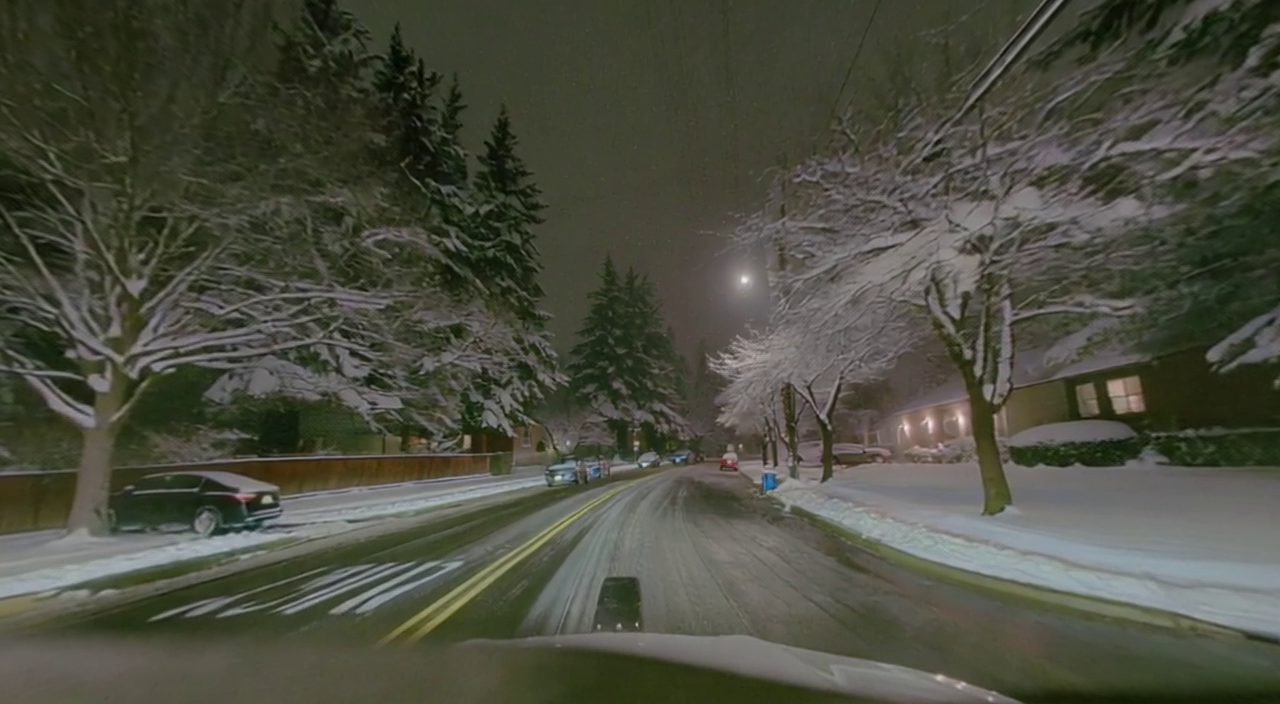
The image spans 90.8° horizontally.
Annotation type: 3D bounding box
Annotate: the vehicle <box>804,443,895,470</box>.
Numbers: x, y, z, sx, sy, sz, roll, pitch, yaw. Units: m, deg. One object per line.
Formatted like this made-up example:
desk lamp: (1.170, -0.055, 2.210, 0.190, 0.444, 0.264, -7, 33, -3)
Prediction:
vehicle: (12.327, 6.168, 37.425, 4.744, 1.507, 1.953, -1, -8, 4)

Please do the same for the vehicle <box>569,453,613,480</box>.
vehicle: (-3.200, 7.740, 42.332, 1.972, 1.536, 4.347, -2, -14, 8)

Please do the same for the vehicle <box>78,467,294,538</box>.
vehicle: (-10.585, 3.473, 14.855, 3.947, 1.442, 1.858, -2, -9, 12)

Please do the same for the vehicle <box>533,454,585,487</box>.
vehicle: (-4.423, 6.658, 35.154, 1.886, 1.494, 4.149, -2, -14, 7)
